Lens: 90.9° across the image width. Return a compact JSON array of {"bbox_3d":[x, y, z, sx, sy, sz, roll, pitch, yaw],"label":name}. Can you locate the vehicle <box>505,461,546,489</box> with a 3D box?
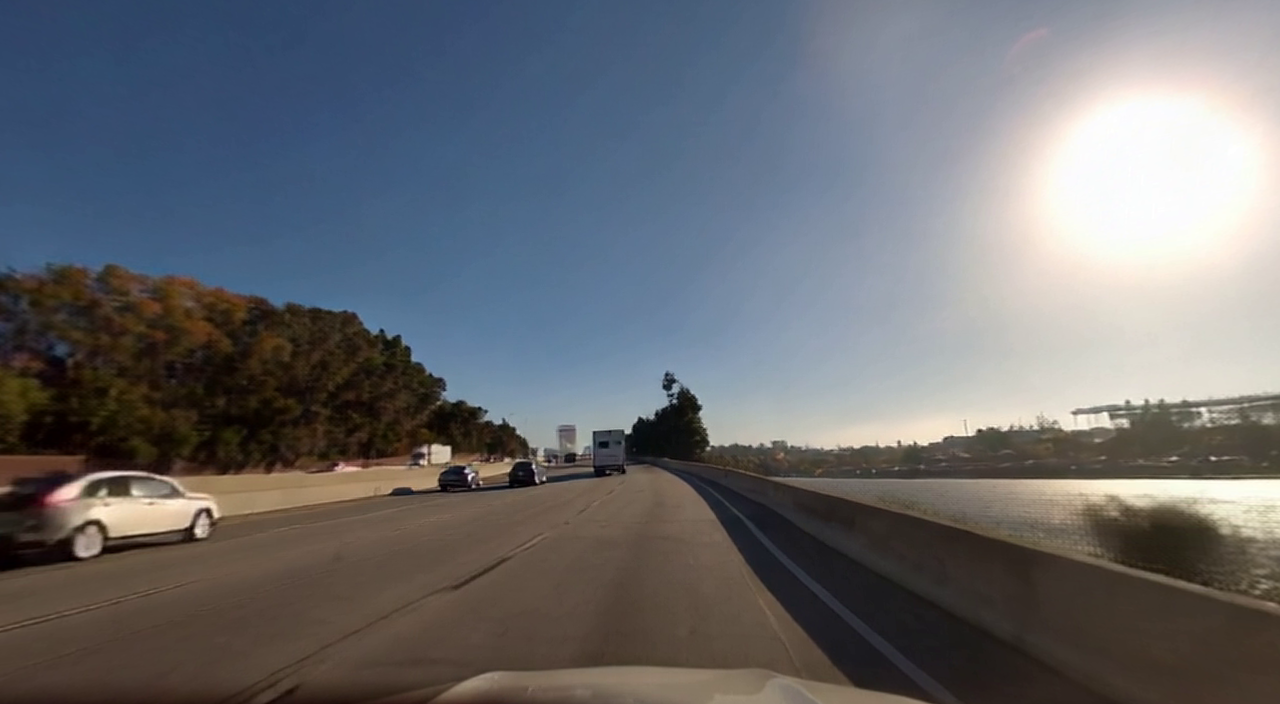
[{"bbox_3d":[-6.784,7.295,37.504,1.778,1.560,3.030,0,-9,2],"label":"vehicle"}]

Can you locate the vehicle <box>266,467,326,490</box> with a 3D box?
[{"bbox_3d":[-26.708,9.818,49.086,1.854,1.500,4.763,0,-9,1],"label":"vehicle"}]

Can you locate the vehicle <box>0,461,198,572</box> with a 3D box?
[{"bbox_3d":[-11.627,3.122,12.601,2.005,1.774,4.610,-1,-9,3],"label":"vehicle"}]

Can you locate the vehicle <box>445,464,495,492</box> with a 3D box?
[{"bbox_3d":[-10.690,7.930,39.854,1.872,1.536,4.134,0,-9,2],"label":"vehicle"}]
